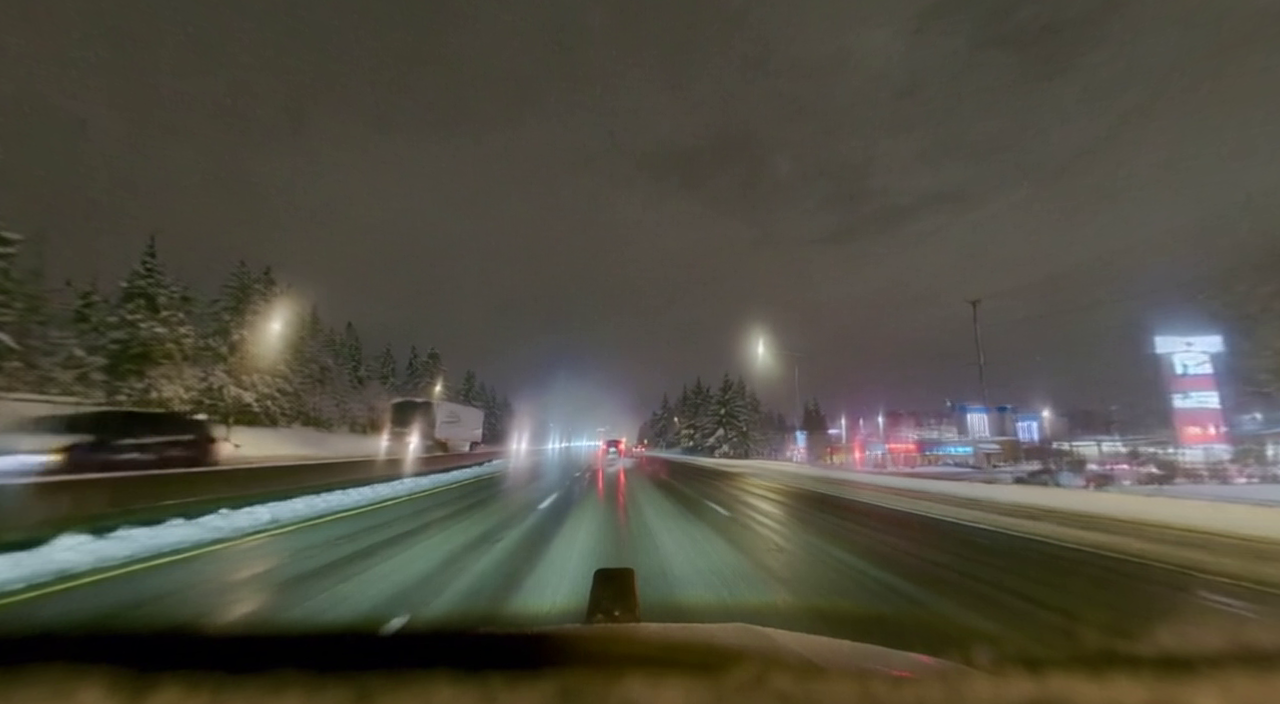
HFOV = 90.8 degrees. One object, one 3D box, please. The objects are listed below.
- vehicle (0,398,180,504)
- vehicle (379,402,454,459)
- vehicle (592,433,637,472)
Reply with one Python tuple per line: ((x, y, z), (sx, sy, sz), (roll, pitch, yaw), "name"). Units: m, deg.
((-11.424, 1.832, 11.783), (2.089, 1.685, 4.849), (0, -9, -1), "vehicle")
((-17.036, 6.162, 48.854), (3.062, 4.003, 8.152), (1, -9, -2), "vehicle")
((-1.363, 5.262, 33.095), (2.155, 1.856, 4.796), (1, -9, -3), "vehicle")
